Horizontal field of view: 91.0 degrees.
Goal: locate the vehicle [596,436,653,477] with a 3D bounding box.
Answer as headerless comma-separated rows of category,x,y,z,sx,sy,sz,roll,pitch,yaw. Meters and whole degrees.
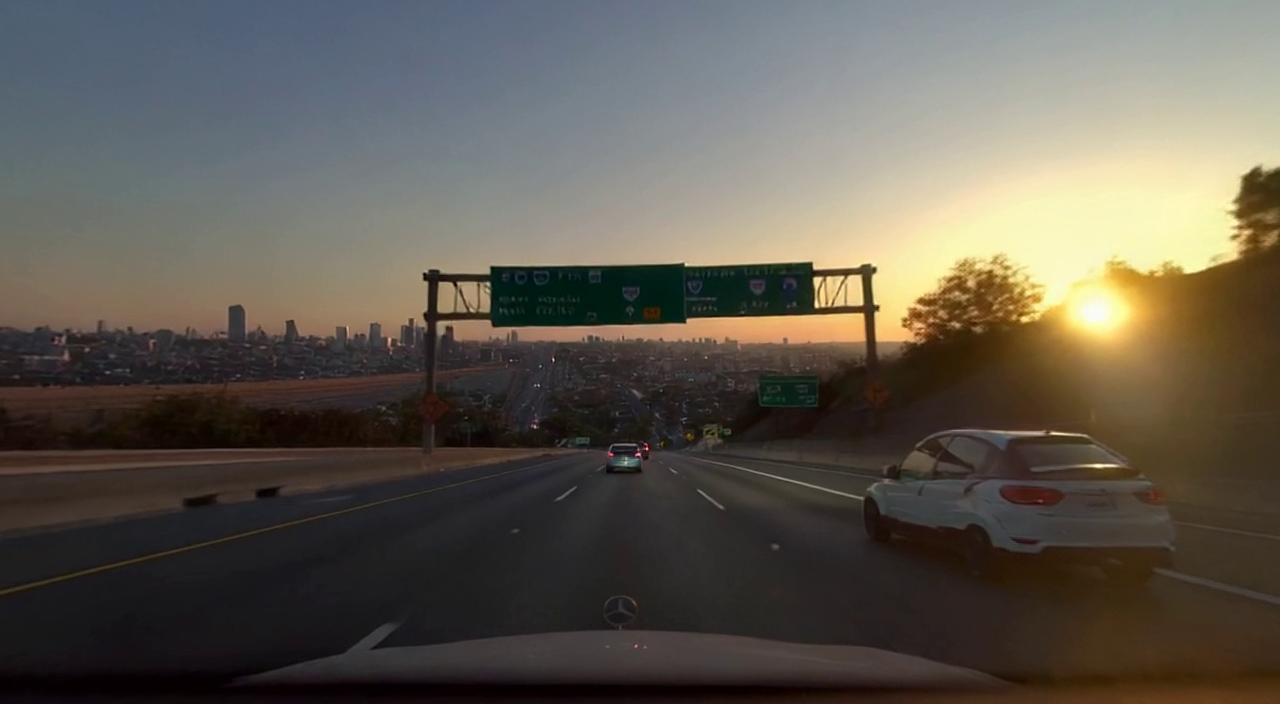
vehicle,-0.589,4.308,26.119,2.147,1.576,3.964,0,-8,0
